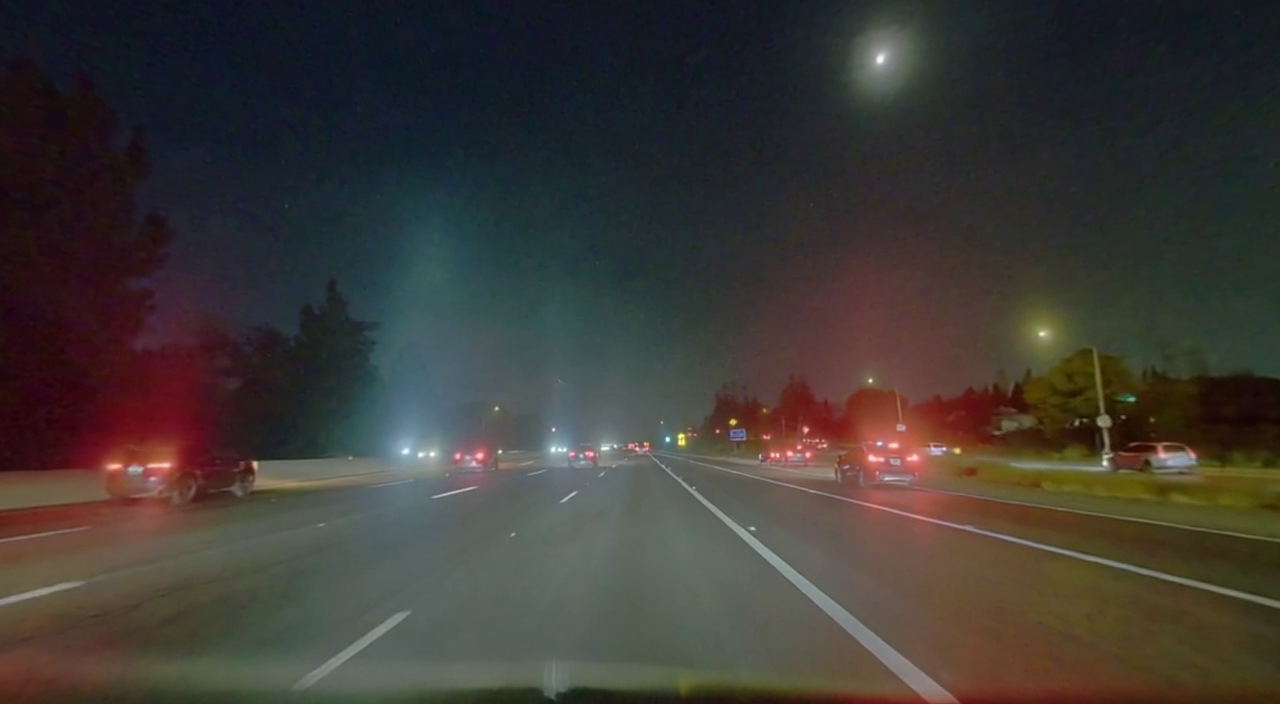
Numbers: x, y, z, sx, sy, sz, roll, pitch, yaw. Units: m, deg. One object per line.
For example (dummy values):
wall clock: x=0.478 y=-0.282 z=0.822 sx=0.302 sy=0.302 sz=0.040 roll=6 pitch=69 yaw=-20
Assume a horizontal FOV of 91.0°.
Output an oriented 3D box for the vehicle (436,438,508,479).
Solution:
vehicle: x=-7.672 y=4.919 z=29.269 sx=2.087 sy=1.755 sz=4.457 roll=0 pitch=-9 yaw=0

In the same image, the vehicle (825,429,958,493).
vehicle: x=8.062 y=3.559 z=20.833 sx=2.259 sy=1.816 sz=4.862 roll=1 pitch=-9 yaw=-2

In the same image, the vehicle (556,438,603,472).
vehicle: x=-3.643 y=6.340 z=39.014 sx=2.288 sy=1.962 sz=5.119 roll=0 pitch=-9 yaw=2

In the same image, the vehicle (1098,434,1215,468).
vehicle: x=28.076 y=5.423 z=34.514 sx=2.051 sy=1.728 sz=4.927 roll=1 pitch=-9 yaw=-2

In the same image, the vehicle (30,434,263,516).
vehicle: x=-11.275 y=2.813 z=14.905 sx=1.958 sy=1.633 sz=4.302 roll=0 pitch=-9 yaw=0
